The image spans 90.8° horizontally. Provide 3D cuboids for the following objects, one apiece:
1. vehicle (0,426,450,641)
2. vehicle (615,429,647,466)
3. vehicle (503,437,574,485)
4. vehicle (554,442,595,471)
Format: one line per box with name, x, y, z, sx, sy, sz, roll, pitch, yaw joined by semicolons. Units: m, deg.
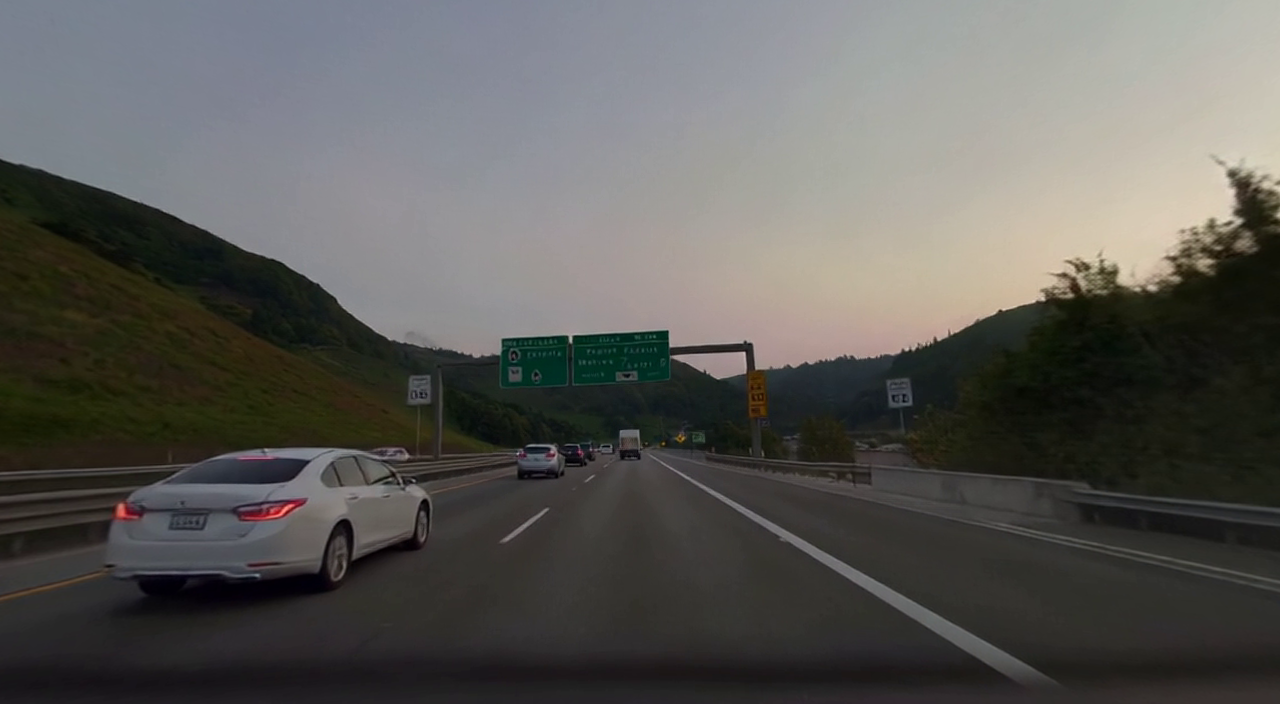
vehicle;-3.670;1.586;6.619;1.988;1.440;4.504;0;-9;-1
vehicle;-0.648;7.358;48.631;2.227;2.611;5.900;0;-9;1
vehicle;-3.876;4.241;24.864;2.073;1.694;4.162;0;-9;0
vehicle;-3.864;6.227;37.821;2.044;1.624;4.032;0;-9;0
